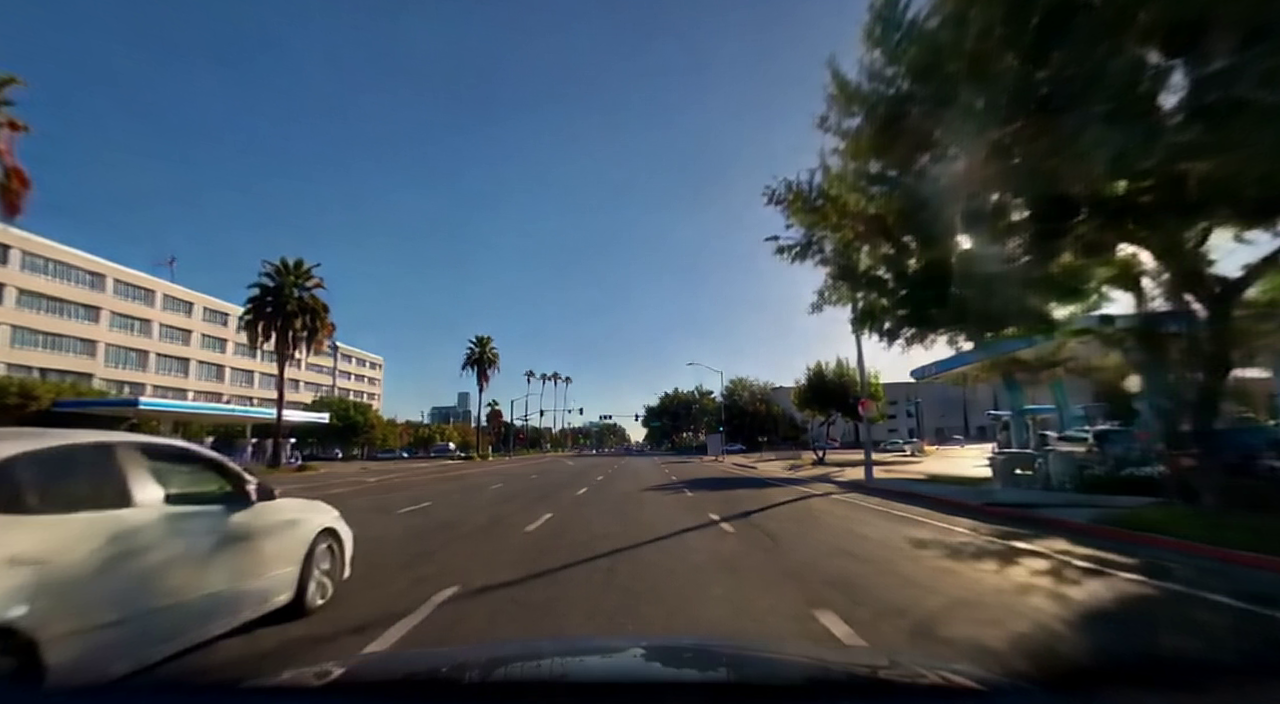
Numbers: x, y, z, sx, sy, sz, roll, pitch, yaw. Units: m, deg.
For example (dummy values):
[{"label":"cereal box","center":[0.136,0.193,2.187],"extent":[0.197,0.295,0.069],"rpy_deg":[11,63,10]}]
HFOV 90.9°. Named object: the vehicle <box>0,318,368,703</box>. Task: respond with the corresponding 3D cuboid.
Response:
[{"label":"vehicle","center":[-3.336,0.872,3.015],"extent":[2.011,1.756,4.478],"rpy_deg":[0,-9,0]}]
